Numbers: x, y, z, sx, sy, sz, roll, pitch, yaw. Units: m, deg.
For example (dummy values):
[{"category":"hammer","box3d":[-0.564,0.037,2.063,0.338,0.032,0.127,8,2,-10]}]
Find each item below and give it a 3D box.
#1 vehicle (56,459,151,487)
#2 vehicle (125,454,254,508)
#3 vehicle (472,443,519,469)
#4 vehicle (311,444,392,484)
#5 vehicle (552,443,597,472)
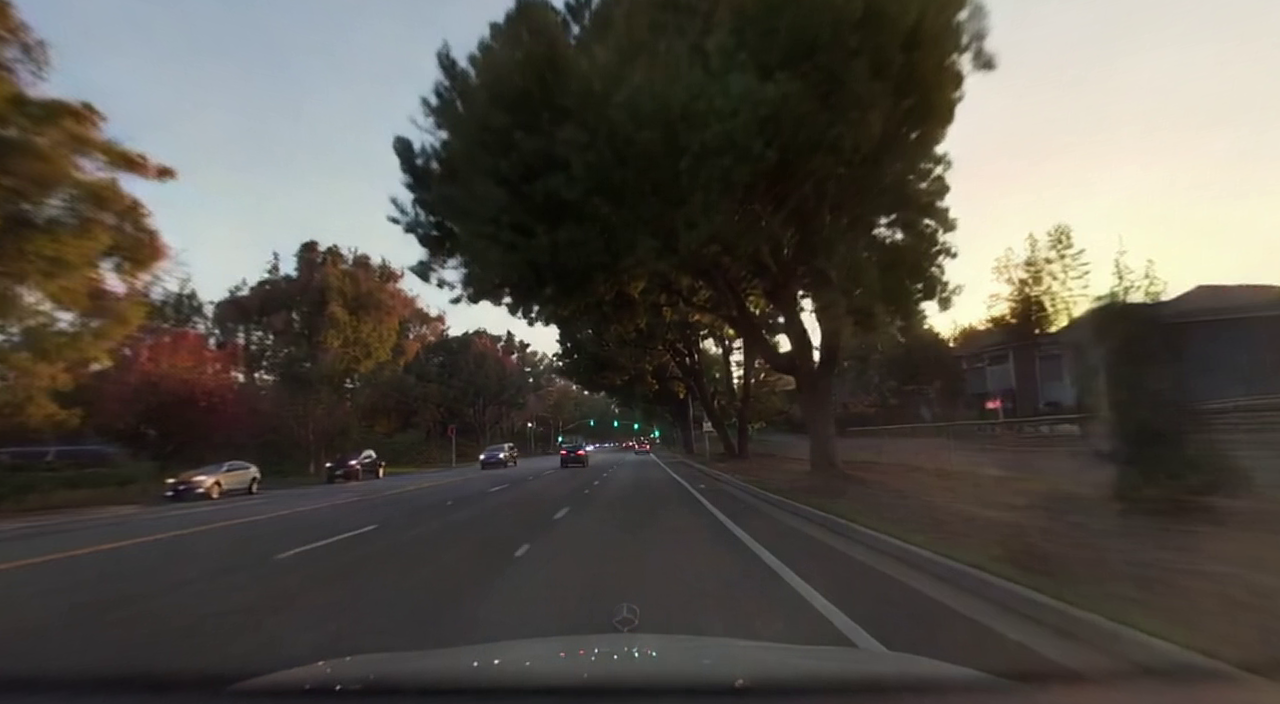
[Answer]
[{"category":"vehicle","box3d":[-29.854,6.710,35.185,4.066,1.437,1.955,-3,-8,15]},{"category":"vehicle","box3d":[-17.518,4.980,24.889,1.948,1.602,4.544,-4,-7,-3]},{"category":"vehicle","box3d":[-10.147,7.330,44.722,2.168,1.703,4.753,0,-8,1]},{"category":"vehicle","box3d":[-17.444,6.752,38.530,2.255,1.987,5.723,-4,-7,1]},{"category":"vehicle","box3d":[-3.494,5.699,34.441,1.992,1.447,4.044,0,-8,0]}]
